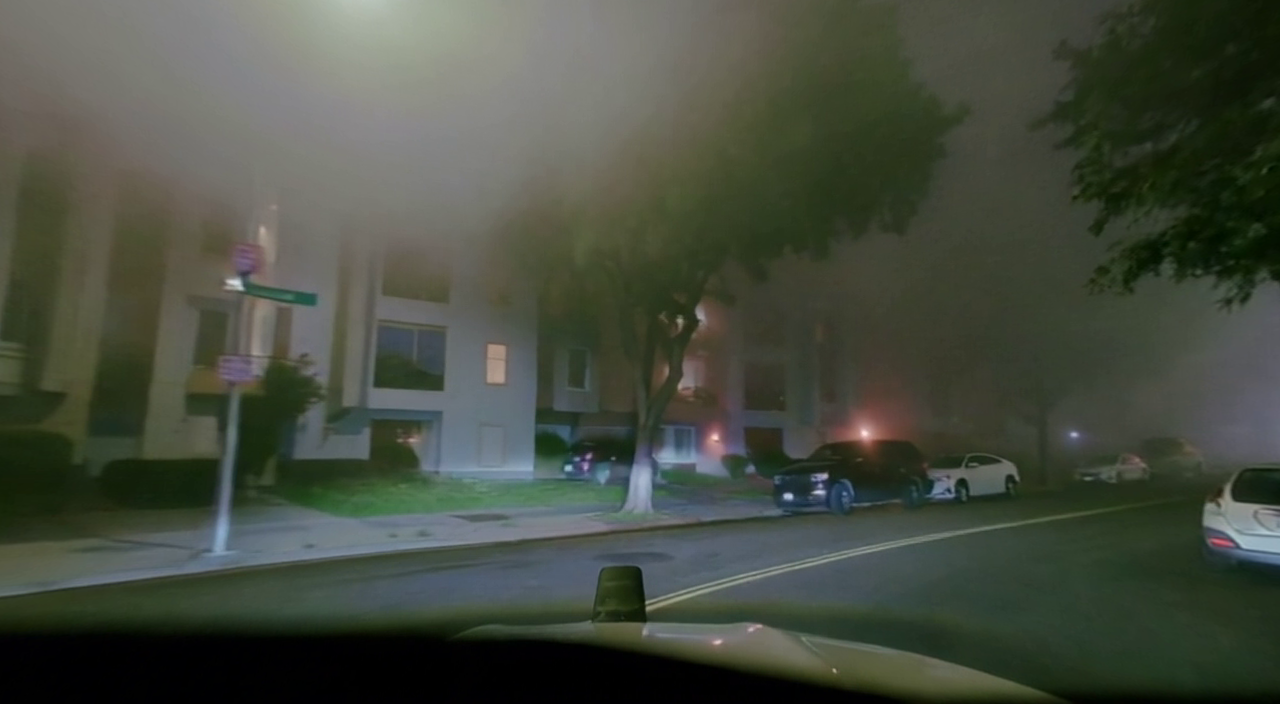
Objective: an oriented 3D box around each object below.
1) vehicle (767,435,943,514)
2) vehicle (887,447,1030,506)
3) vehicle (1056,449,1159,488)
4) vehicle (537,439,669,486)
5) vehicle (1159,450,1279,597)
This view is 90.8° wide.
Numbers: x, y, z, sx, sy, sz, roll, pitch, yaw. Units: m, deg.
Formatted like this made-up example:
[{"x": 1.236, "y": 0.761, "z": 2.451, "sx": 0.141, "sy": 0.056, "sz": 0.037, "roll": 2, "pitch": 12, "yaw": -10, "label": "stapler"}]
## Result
[{"x": 5.632, "y": 3.085, "z": 16.362, "sx": 4.584, "sy": 1.744, "sz": 1.946, "roll": 6, "pitch": -11, "yaw": -36, "label": "vehicle"}, {"x": 9.735, "y": 3.686, "z": 19.201, "sx": 4.696, "sy": 1.478, "sz": 1.902, "roll": 5, "pitch": -11, "yaw": -37, "label": "vehicle"}, {"x": 19.267, "y": 4.715, "z": 25.982, "sx": 4.313, "sy": 1.463, "sz": 1.921, "roll": 6, "pitch": -10, "yaw": -33, "label": "vehicle"}, {"x": -1.156, "y": 3.802, "z": 22.048, "sx": 1.812, "sy": 1.458, "sz": 4.714, "roll": -7, "pitch": -11, "yaw": 40, "label": "vehicle"}, {"x": 8.341, "y": 1.894, "z": 7.497, "sx": 4.634, "sy": 1.424, "sz": 1.966, "roll": 6, "pitch": -10, "yaw": -33, "label": "vehicle"}]
